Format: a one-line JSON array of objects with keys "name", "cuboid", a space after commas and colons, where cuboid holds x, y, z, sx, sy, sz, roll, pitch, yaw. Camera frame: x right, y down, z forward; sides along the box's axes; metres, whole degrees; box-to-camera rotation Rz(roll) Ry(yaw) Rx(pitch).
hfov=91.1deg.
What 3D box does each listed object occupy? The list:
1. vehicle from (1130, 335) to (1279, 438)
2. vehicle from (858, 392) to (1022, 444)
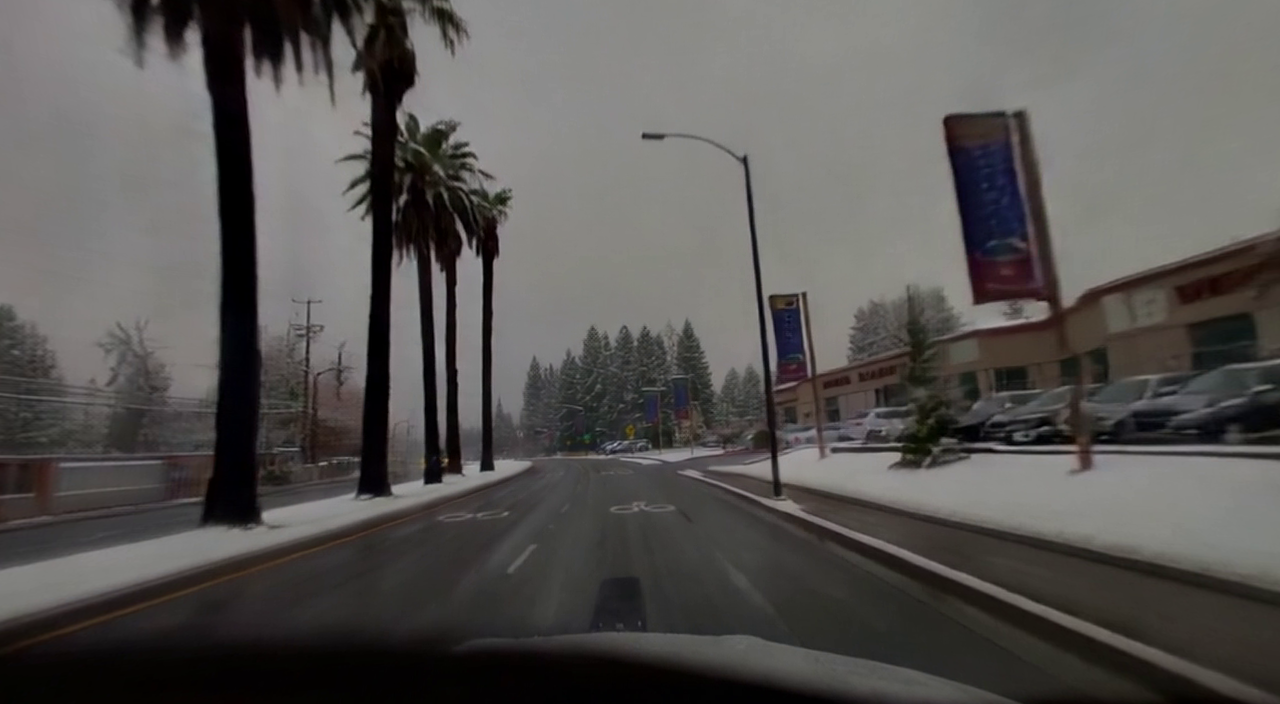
[{"name": "vehicle", "cuboid": [11.526, 0.679, 11.089, 3.948, 1.625, 2.089, 0, -8, 0]}, {"name": "vehicle", "cuboid": [10.323, 2.328, 21.872, 4.636, 1.695, 2.025, 0, -8, -1]}]
